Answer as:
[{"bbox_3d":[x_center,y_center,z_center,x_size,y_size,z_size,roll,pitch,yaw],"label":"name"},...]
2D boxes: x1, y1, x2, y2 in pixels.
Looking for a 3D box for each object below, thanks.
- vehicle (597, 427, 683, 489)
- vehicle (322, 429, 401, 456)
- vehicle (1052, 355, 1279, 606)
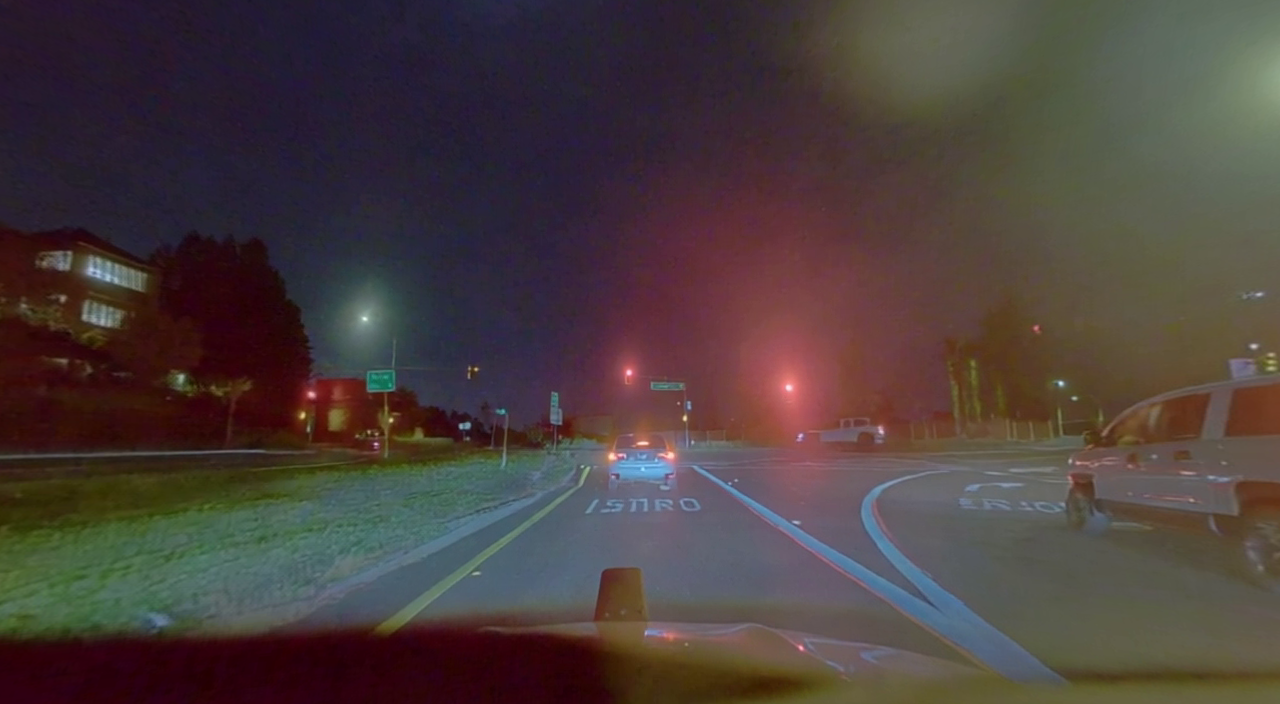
[{"bbox_3d":[-0.001,2.880,17.447,2.056,1.473,4.380,0,-8,0],"label":"vehicle"},{"bbox_3d":[-17.757,5.785,40.369,4.200,1.639,1.844,-1,-8,1],"label":"vehicle"},{"bbox_3d":[6.185,1.163,6.015,2.084,1.870,5.068,-2,-9,13],"label":"vehicle"}]
